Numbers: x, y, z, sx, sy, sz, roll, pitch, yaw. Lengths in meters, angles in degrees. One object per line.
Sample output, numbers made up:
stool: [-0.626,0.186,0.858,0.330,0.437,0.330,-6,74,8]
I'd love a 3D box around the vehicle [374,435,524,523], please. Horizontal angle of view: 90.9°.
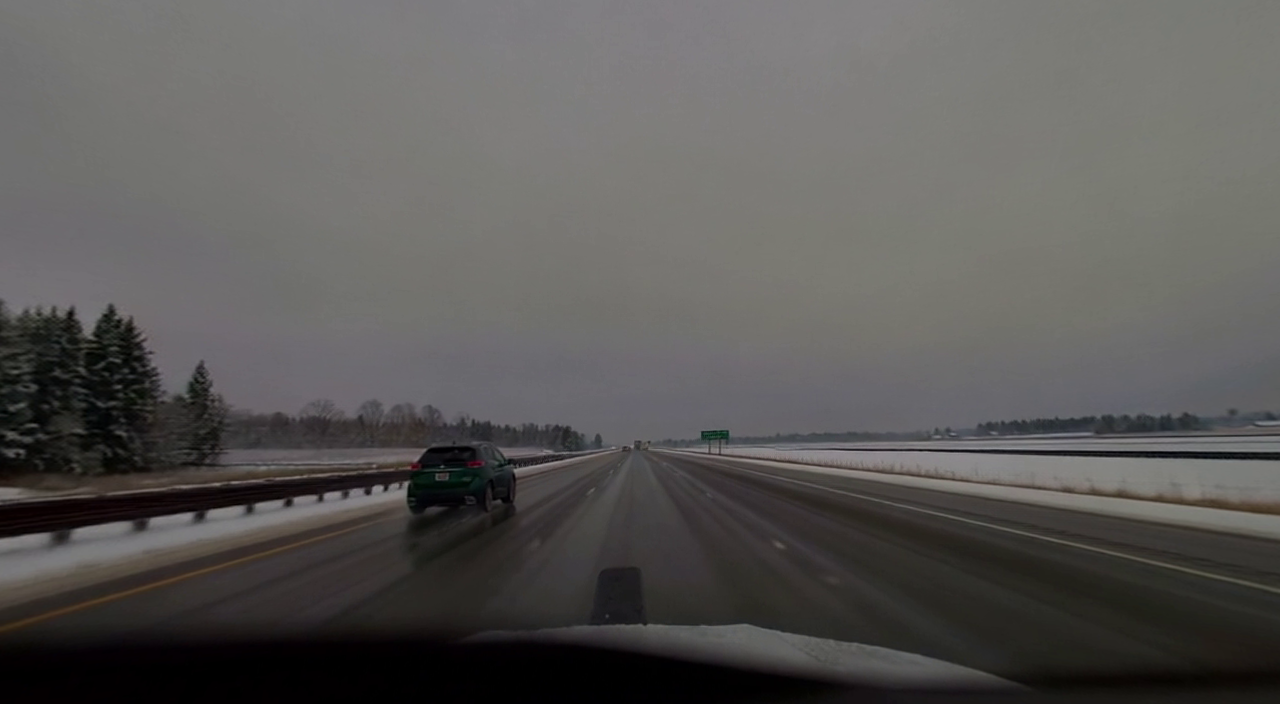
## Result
vehicle: [-3.685,2.523,12.988,1.815,1.500,4.036,0,-9,0]
